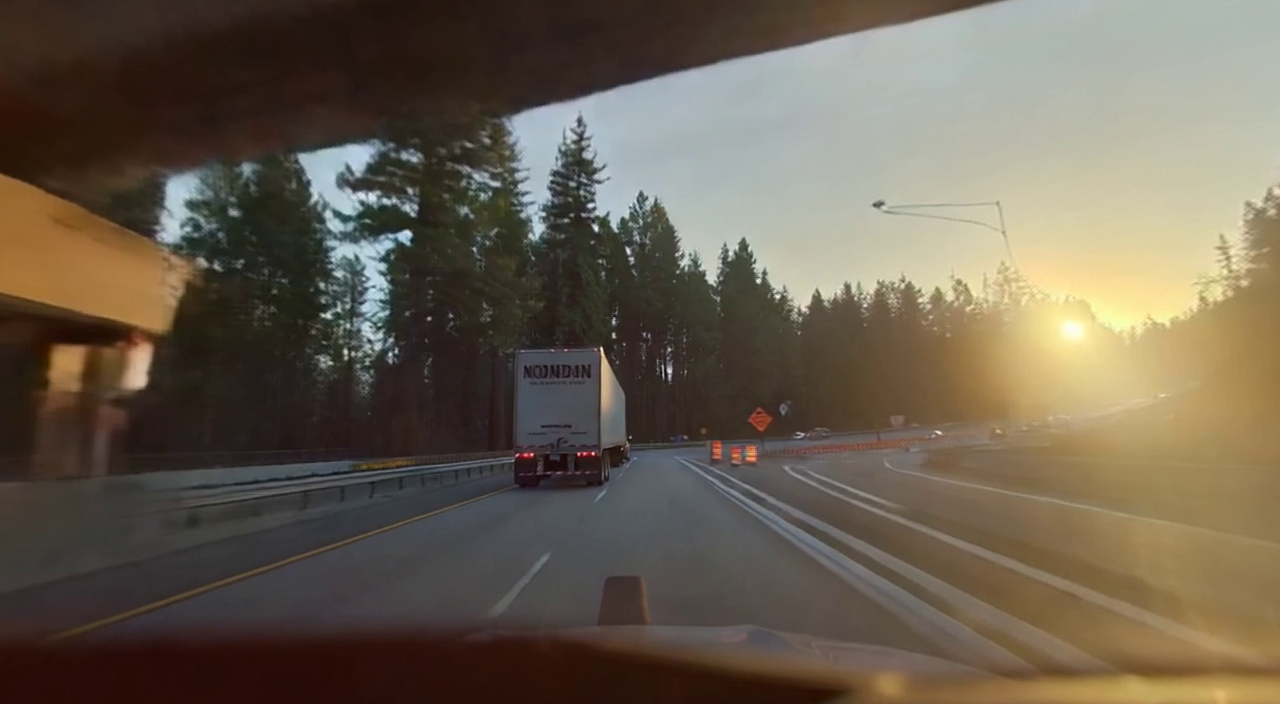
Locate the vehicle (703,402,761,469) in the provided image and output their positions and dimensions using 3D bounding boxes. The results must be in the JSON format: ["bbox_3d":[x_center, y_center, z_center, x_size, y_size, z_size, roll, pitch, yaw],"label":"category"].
[{"bbox_3d":[5.070,4.680,35.323,2.928,3.571,3.032,-1,-8,3],"label":"vehicle"}]

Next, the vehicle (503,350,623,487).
[{"bbox_3d":[-2.489,3.139,26.993,2.873,4.060,16.327,0,-8,1],"label":"vehicle"}]
